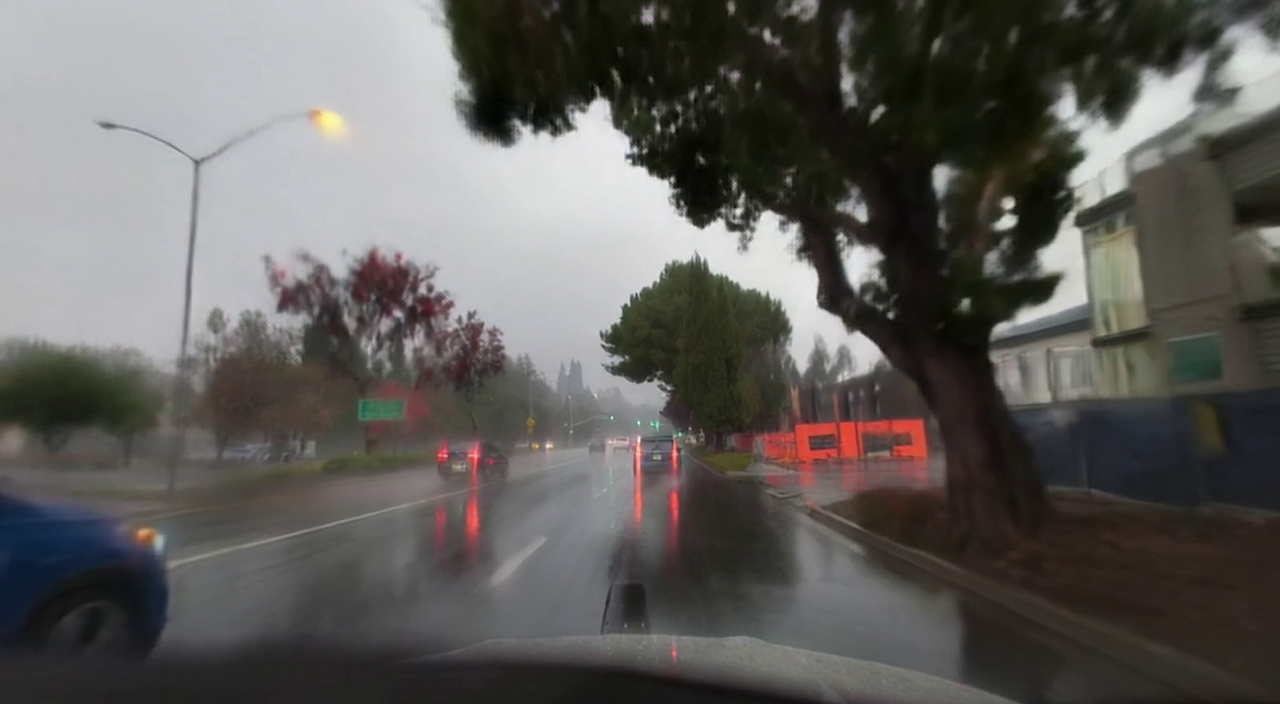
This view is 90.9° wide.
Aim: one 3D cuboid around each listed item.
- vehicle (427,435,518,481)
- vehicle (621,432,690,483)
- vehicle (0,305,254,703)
[{"bbox_3d":[-5.882,3.782,22.686,1.877,1.479,4.430,-1,-9,3],"label":"vehicle"},{"bbox_3d":[0.538,3.752,22.673,2.227,1.654,4.091,0,-8,1],"label":"vehicle"},{"bbox_3d":[-3.564,0.590,1.392,2.157,1.824,4.986,0,-8,1],"label":"vehicle"}]
